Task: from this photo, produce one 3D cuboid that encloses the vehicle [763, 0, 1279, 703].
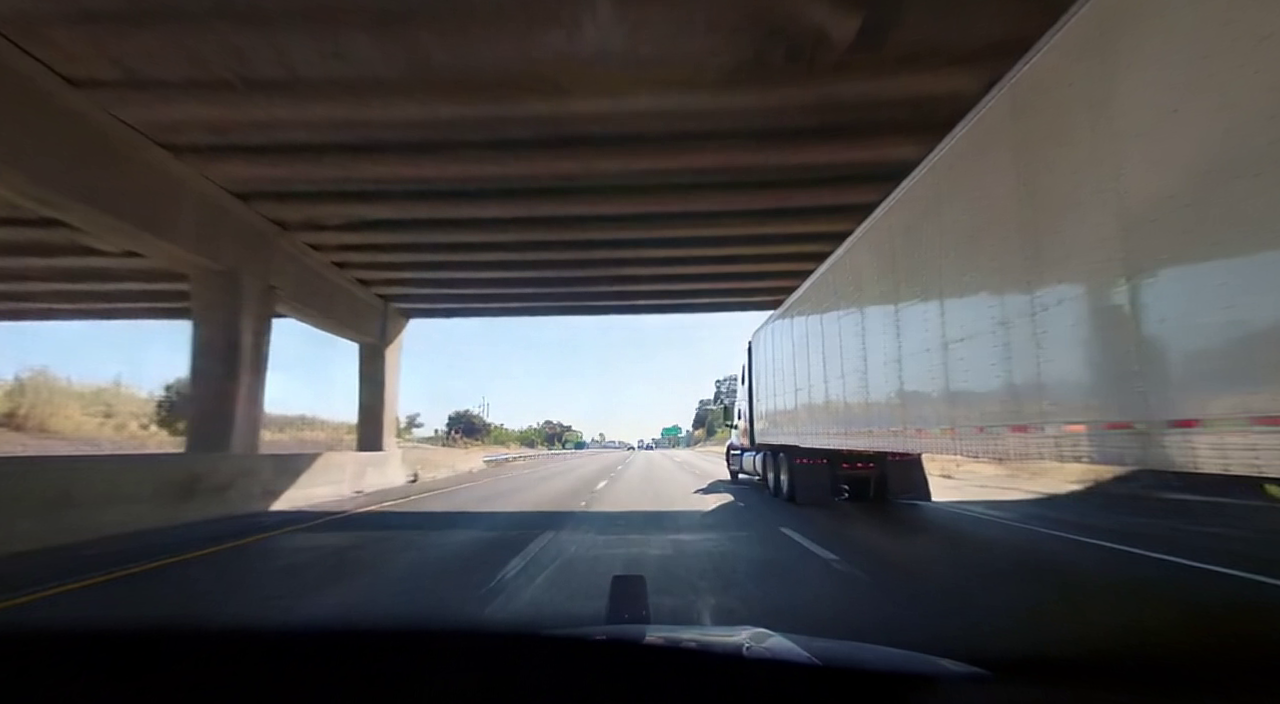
[{"bbox_3d":[3.966,0.084,5.577,2.933,4.100,14.317,0,-8,0],"label":"vehicle"}]
